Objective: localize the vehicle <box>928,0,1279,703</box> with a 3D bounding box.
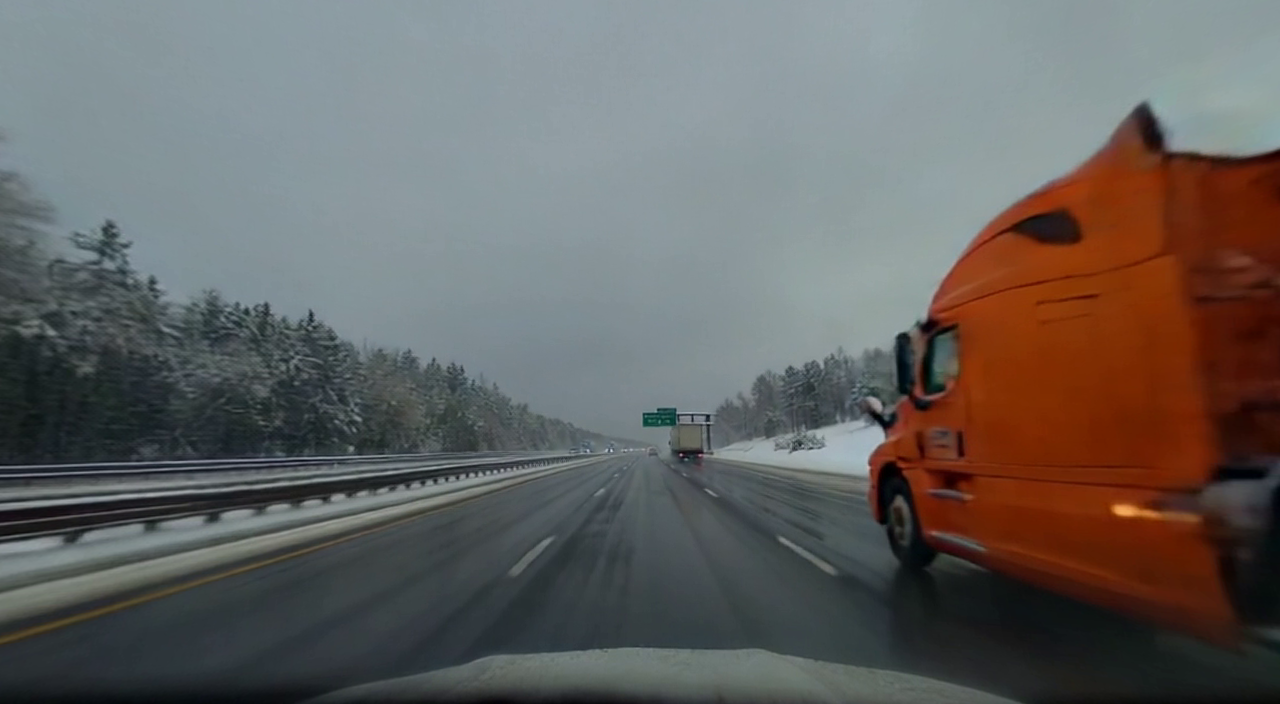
[{"bbox_3d":[4.065,-0.204,2.357,2.992,3.789,5.892,0,-9,0],"label":"vehicle"}]
